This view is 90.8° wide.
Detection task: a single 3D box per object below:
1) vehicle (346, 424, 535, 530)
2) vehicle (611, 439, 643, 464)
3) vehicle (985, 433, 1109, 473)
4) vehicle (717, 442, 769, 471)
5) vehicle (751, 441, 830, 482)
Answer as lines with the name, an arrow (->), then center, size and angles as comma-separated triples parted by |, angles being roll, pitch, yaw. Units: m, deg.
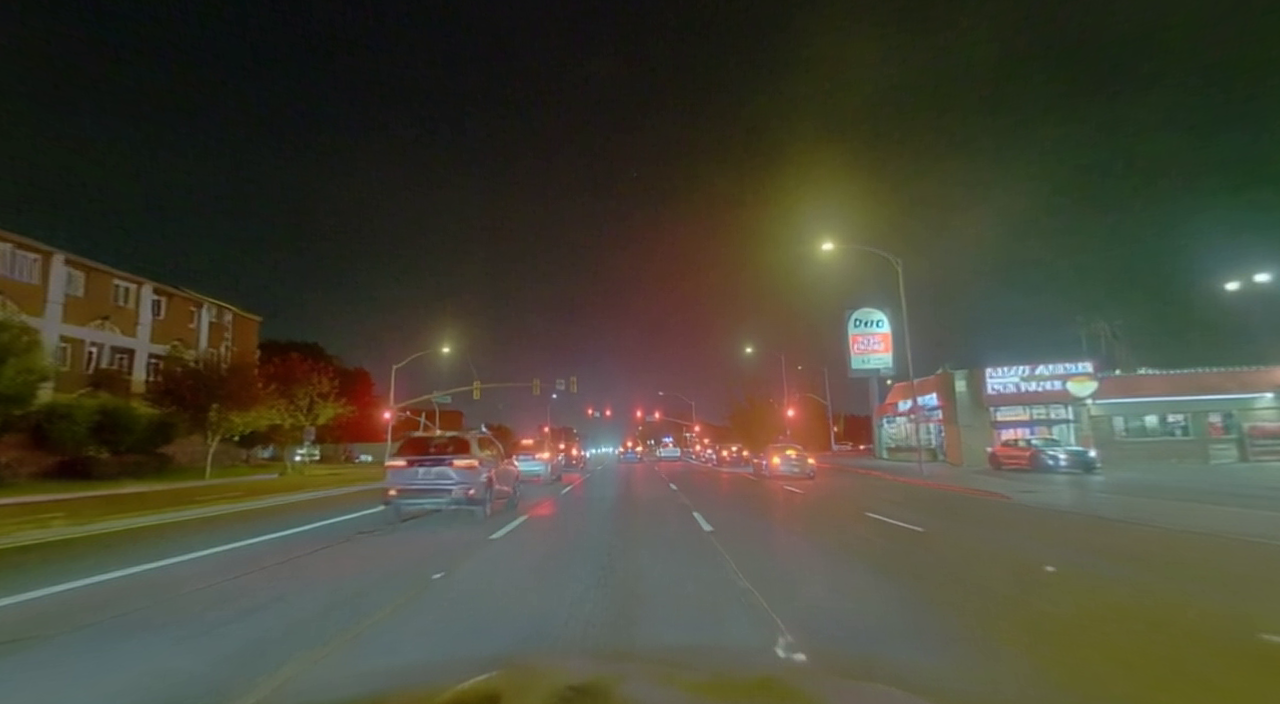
vehicle -> -3.495, 2.276, 12.132 | 2.143, 1.643, 4.336 | 0, -8, 1
vehicle -> -0.969, 7.384, 47.182 | 2.261, 1.741, 4.255 | 0, -8, -1
vehicle -> 16.352, 4.088, 25.724 | 1.819, 1.457, 4.680 | 0, -8, -2
vehicle -> 5.709, 5.848, 35.638 | 1.969, 1.502, 4.663 | 0, -8, -2
vehicle -> 5.893, 4.325, 25.304 | 2.017, 1.453, 4.497 | 0, -8, 0
